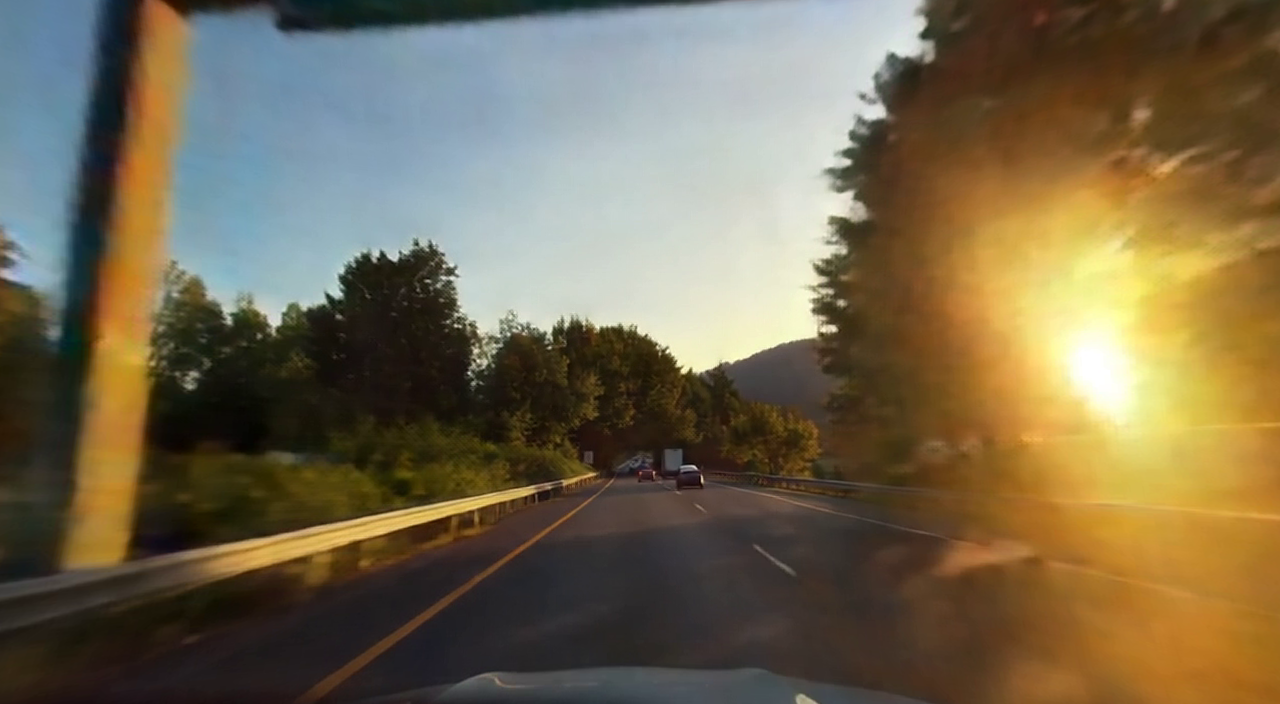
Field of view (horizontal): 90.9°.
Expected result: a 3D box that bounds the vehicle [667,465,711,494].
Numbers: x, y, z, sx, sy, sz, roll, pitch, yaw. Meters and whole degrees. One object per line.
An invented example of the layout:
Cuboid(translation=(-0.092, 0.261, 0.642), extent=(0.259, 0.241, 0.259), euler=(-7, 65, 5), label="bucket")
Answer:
Cuboid(translation=(2.674, 7.139, 35.392), extent=(1.976, 1.467, 3.783), euler=(1, -11, -3), label="vehicle")

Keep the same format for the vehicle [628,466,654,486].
Cuboid(translation=(0.038, 9.741, 49.705), extent=(1.980, 1.483, 3.865), euler=(1, -11, -1), label="vehicle")
